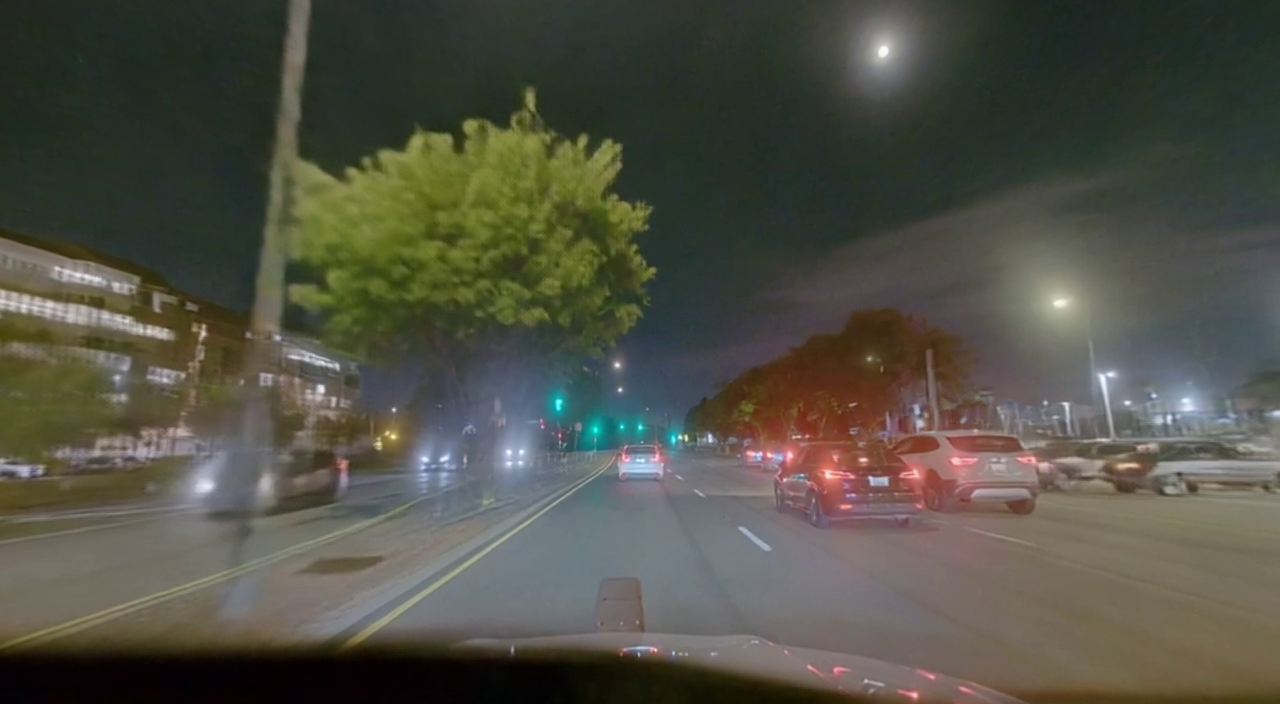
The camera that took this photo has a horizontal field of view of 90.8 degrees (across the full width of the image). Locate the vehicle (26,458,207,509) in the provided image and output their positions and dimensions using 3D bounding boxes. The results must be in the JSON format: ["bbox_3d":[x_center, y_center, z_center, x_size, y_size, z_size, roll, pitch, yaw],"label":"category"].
[{"bbox_3d":[-17.556,4.400,21.603,1.961,1.462,4.741,-1,-9,3],"label":"vehicle"}]

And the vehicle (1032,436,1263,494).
[{"bbox_3d":[13.852,3.111,17.631,4.512,1.466,1.949,-3,-9,18],"label":"vehicle"}]

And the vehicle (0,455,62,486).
[{"bbox_3d":[-34.568,6.439,34.137,2.222,1.536,4.849,-2,-9,-2],"label":"vehicle"}]

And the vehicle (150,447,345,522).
[{"bbox_3d":[-8.957,3.014,14.960,1.895,1.503,4.237,0,-9,0],"label":"vehicle"}]

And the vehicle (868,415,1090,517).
[{"bbox_3d":[6.927,2.398,13.691,2.134,1.810,4.590,0,-9,-2],"label":"vehicle"}]

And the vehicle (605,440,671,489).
[{"bbox_3d":[-0.081,3.708,21.127,1.994,1.479,3.647,0,-9,-1],"label":"vehicle"}]

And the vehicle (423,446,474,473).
[{"bbox_3d":[-12.559,7.054,41.738,1.954,1.689,4.443,0,-9,0],"label":"vehicle"}]

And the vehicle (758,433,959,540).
[{"bbox_3d":[3.438,2.188,10.941,1.858,1.466,4.230,0,-9,-1],"label":"vehicle"}]
